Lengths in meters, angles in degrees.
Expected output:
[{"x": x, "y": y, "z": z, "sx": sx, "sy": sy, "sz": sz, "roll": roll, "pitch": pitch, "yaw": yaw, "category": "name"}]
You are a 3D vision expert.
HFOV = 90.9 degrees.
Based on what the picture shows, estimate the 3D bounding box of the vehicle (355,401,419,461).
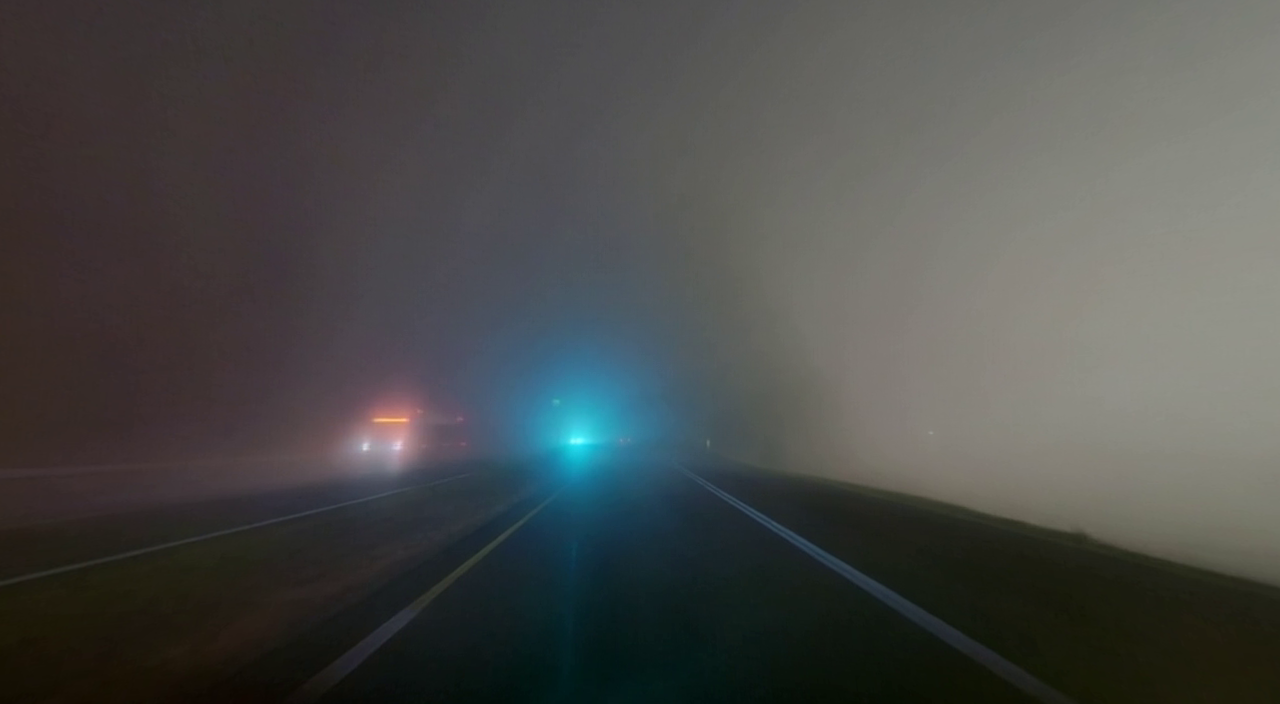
[{"x": -17.627, "y": 5.553, "z": 44.156, "sx": 2.997, "sy": 4.001, "sz": 3.458, "roll": 0, "pitch": -8, "yaw": -2, "category": "vehicle"}]
